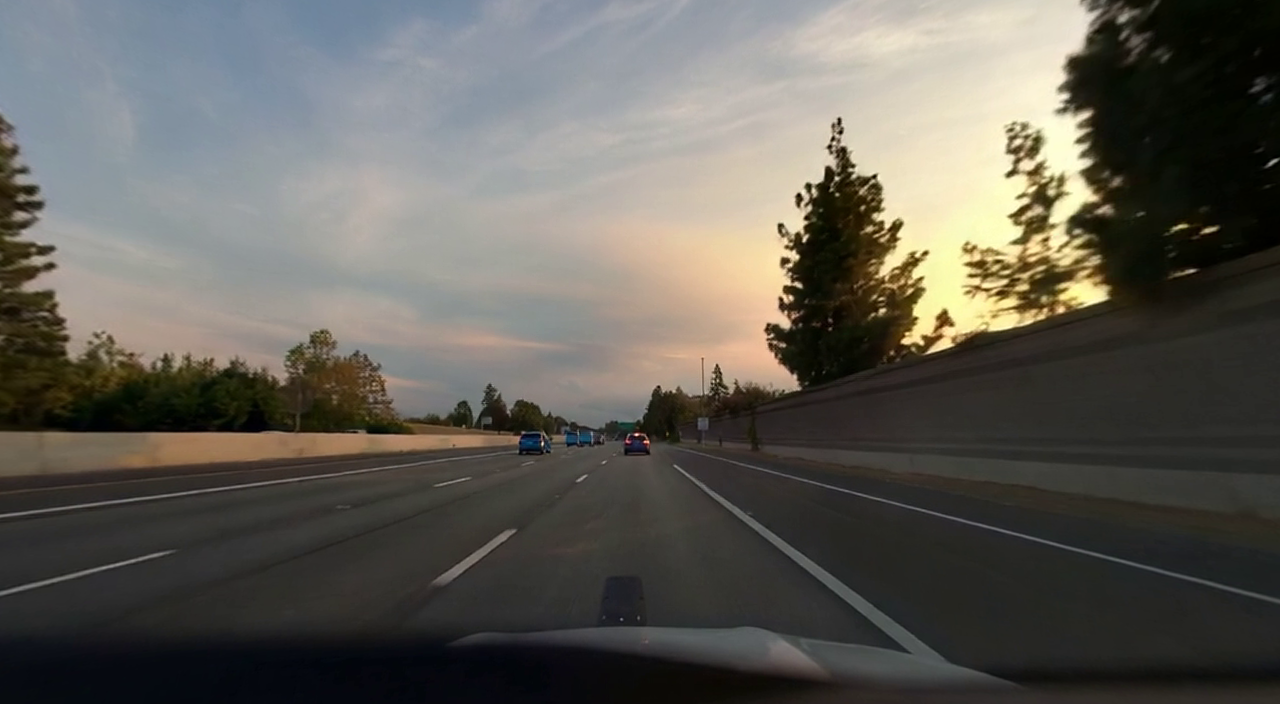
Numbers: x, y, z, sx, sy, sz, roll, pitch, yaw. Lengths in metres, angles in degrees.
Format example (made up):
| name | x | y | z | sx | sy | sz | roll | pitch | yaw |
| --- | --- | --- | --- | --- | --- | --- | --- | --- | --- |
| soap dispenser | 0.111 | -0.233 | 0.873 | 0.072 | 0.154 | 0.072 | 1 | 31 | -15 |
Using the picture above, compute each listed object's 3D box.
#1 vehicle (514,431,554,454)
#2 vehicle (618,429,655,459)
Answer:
| name | x | y | z | sx | sy | sz | roll | pitch | yaw |
| --- | --- | --- | --- | --- | --- | --- | --- | --- | --- |
| vehicle | -7.553 | 6.481 | 45.113 | 2.019 | 1.523 | 4.396 | 0 | -8 | 1 |
| vehicle | -0.177 | 5.599 | 38.279 | 2.141 | 1.706 | 4.065 | 0 | -8 | 0 |
